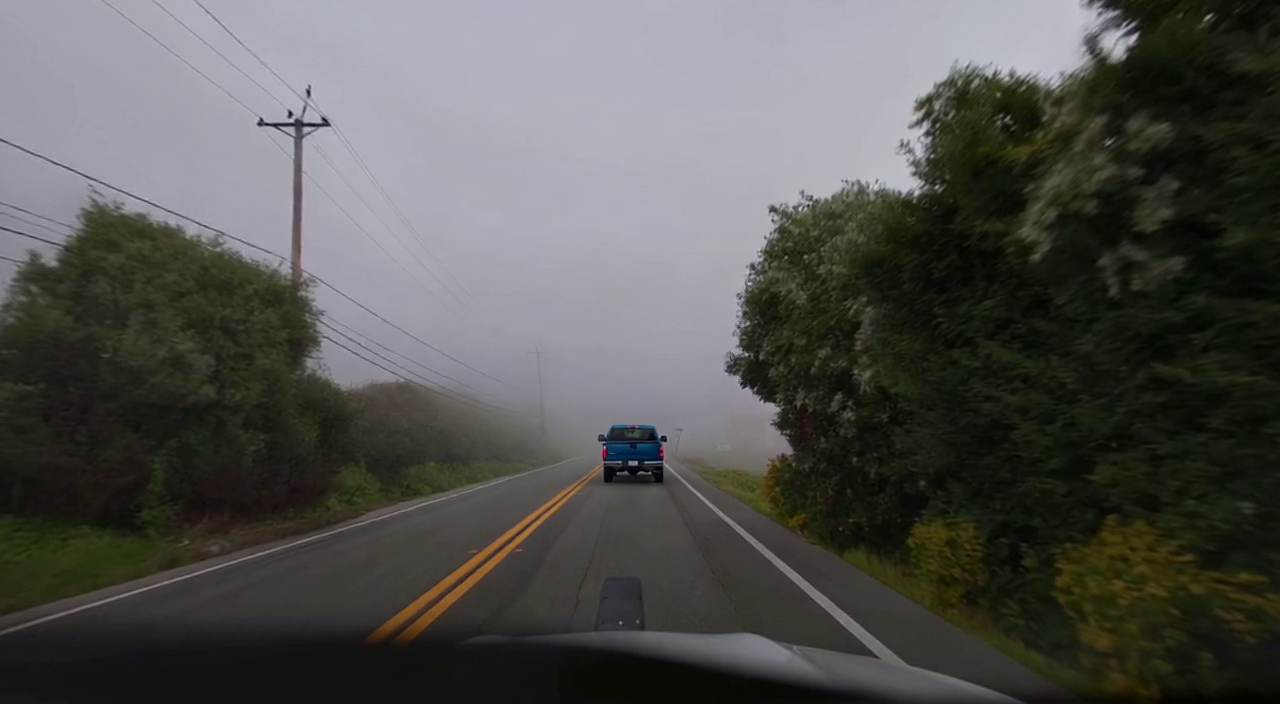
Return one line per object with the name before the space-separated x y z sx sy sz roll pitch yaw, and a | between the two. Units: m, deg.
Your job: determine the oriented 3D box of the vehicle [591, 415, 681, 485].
vehicle | -0.204 3.856 25.091 3.021 2.326 7.410 0 -8 -1
